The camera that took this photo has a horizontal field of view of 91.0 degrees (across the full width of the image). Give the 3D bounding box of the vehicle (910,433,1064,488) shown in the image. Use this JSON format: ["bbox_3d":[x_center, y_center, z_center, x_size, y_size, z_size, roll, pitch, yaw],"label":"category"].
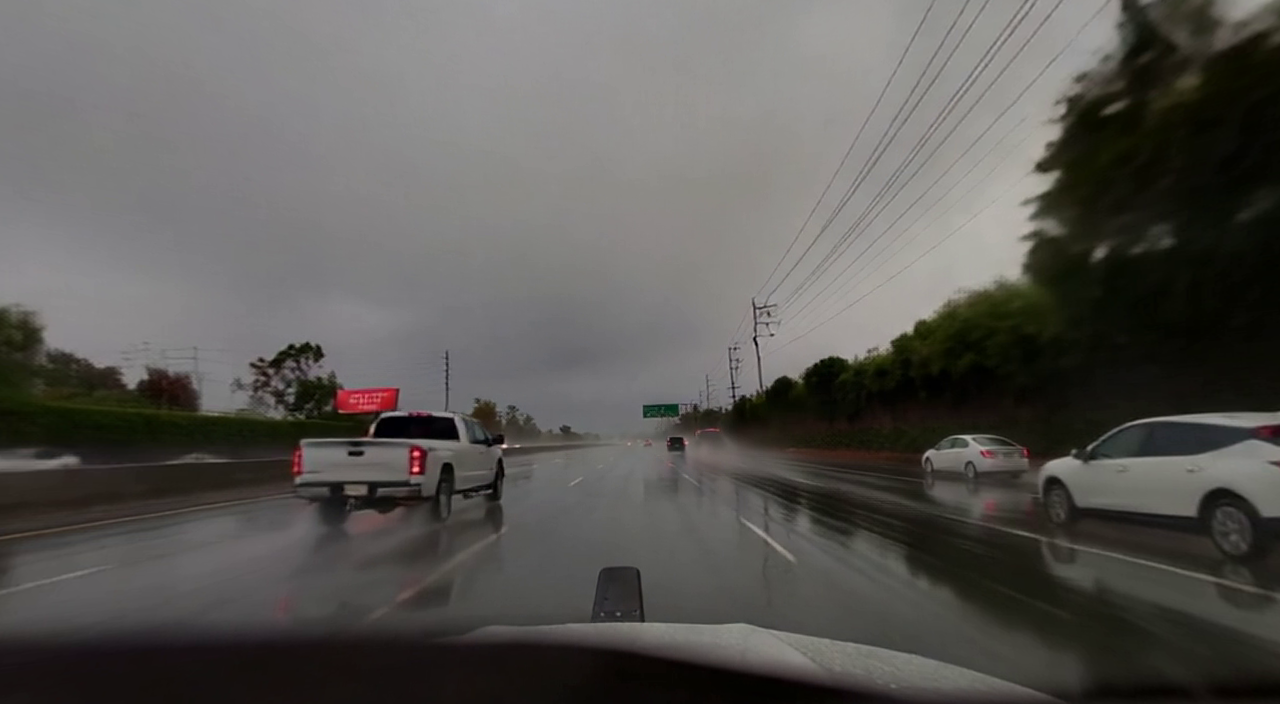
[{"bbox_3d":[10.566,3.330,19.670,2.076,1.470,4.644,0,-8,-1],"label":"vehicle"}]

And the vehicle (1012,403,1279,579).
[{"bbox_3d":[6.982,1.582,7.800,1.976,1.646,4.370,0,-8,-1],"label":"vehicle"}]

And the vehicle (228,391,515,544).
[{"bbox_3d":[-4.208,1.998,11.566,2.508,2.023,6.176,0,-8,0],"label":"vehicle"}]

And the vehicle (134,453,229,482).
[{"bbox_3d":[-25.823,6.489,35.674,1.926,1.484,4.595,0,-8,0],"label":"vehicle"}]
